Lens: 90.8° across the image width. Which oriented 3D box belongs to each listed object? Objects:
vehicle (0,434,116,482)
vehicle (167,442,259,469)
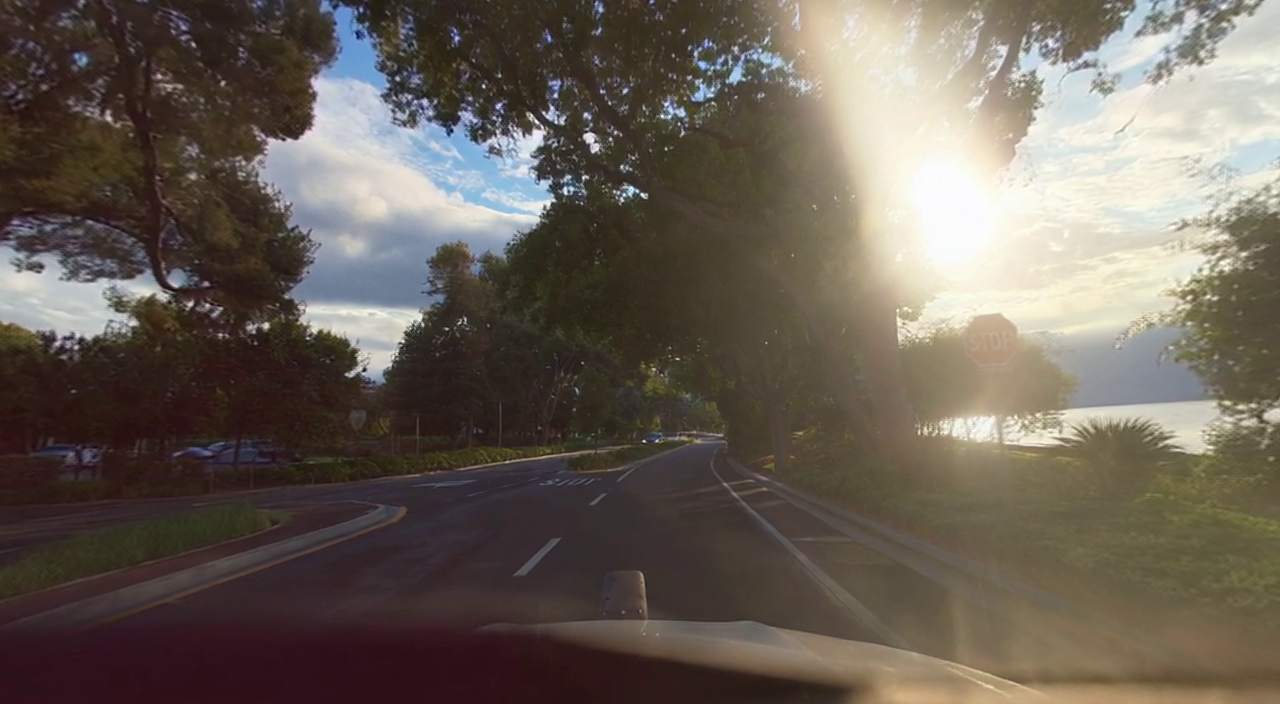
[{"bbox_3d":[-28.384,5.089,30.420,4.733,1.892,1.939,-4,-4,2],"label":"vehicle"},{"bbox_3d":[-25.251,6.136,37.459,4.007,1.459,1.952,-2,-9,0],"label":"vehicle"}]
